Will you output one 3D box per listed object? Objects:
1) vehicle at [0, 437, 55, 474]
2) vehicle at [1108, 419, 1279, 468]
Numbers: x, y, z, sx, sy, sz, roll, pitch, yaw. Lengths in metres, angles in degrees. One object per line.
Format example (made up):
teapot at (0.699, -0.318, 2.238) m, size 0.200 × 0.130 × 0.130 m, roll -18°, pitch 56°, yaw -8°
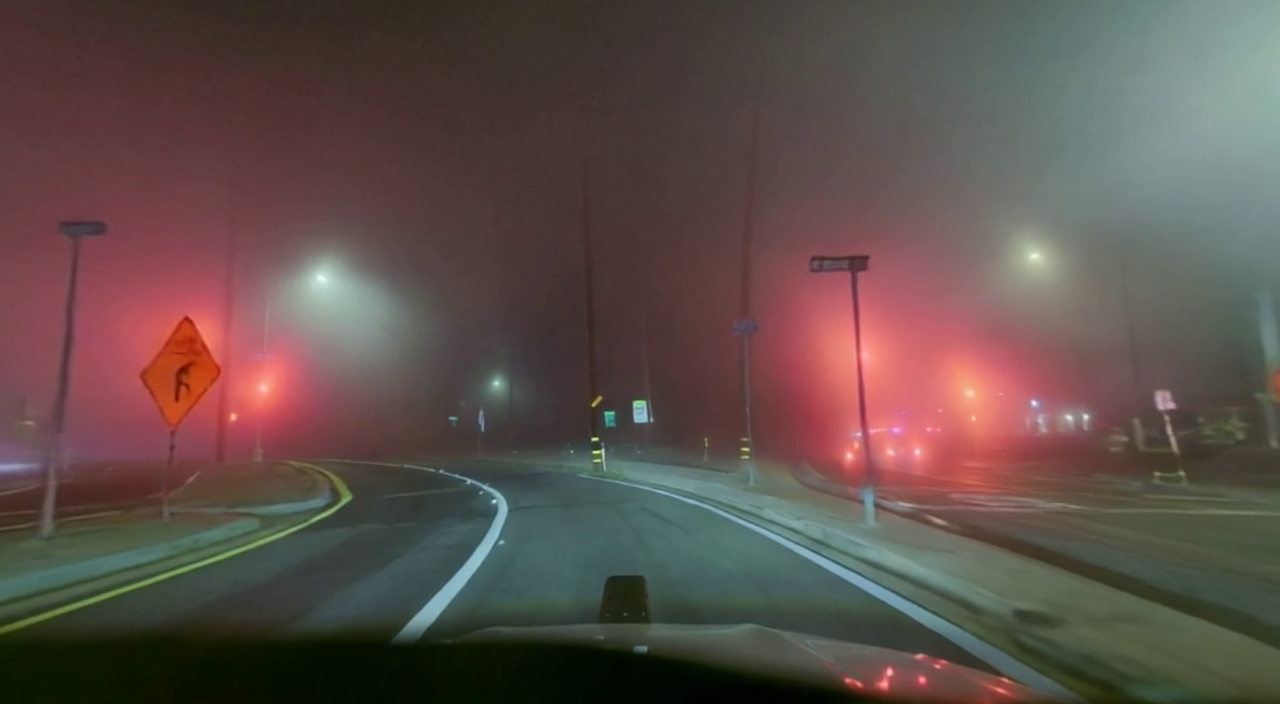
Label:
vehicle at (-31.548, 5.207, 31.878) m, size 4.292 × 1.734 × 2.159 m, roll -7°, pitch -11°, yaw 40°
vehicle at (21.054, 3.490, 24.049) m, size 4.615 × 1.738 × 1.990 m, roll -1°, pitch -9°, yaw 9°
